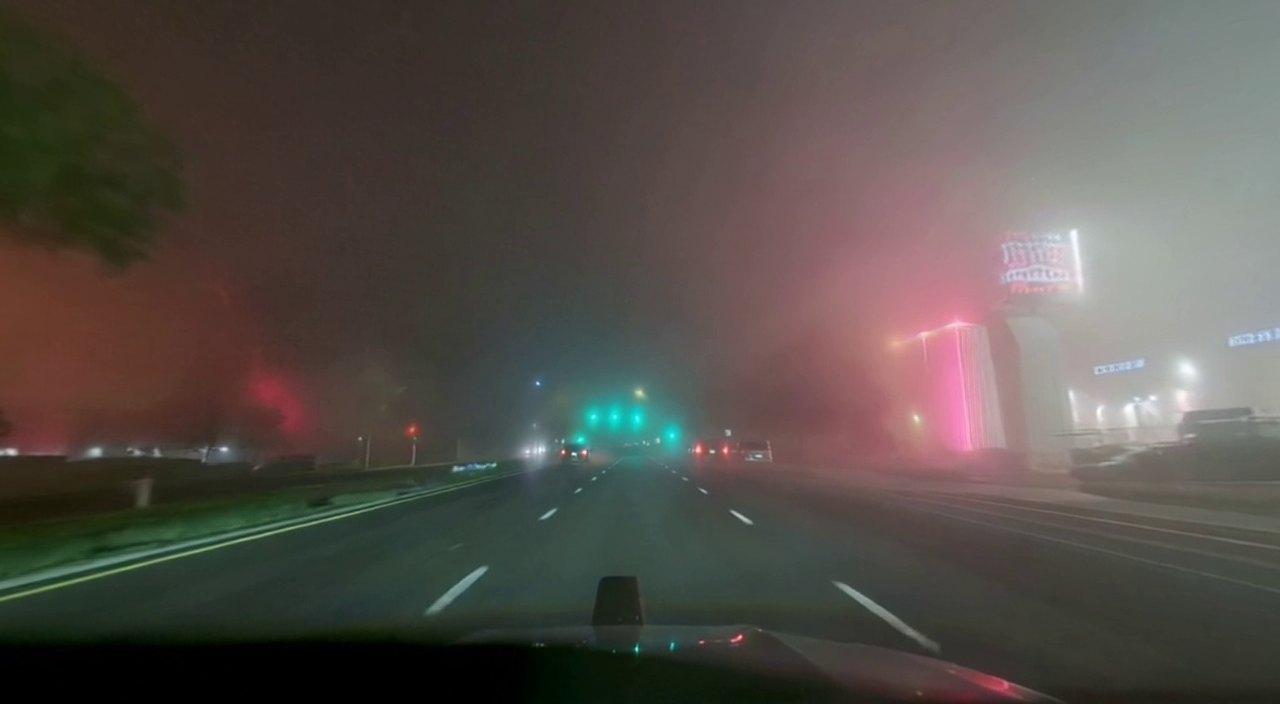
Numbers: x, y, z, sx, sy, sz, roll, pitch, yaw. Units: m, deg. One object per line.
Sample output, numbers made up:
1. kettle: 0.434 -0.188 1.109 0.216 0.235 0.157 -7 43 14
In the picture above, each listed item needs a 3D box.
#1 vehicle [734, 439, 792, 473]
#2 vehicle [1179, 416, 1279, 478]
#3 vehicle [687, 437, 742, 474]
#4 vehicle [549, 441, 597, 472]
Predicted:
1. vehicle: 6.745 5.734 34.957 2.182 1.744 4.600 0 -8 -1
2. vehicle: 17.386 2.454 16.345 2.136 1.567 4.816 0 -10 -7
3. vehicle: 3.681 5.188 31.829 2.083 1.743 4.354 0 -8 -3
4. vehicle: -3.339 5.277 32.035 2.005 1.477 4.169 0 -8 0
